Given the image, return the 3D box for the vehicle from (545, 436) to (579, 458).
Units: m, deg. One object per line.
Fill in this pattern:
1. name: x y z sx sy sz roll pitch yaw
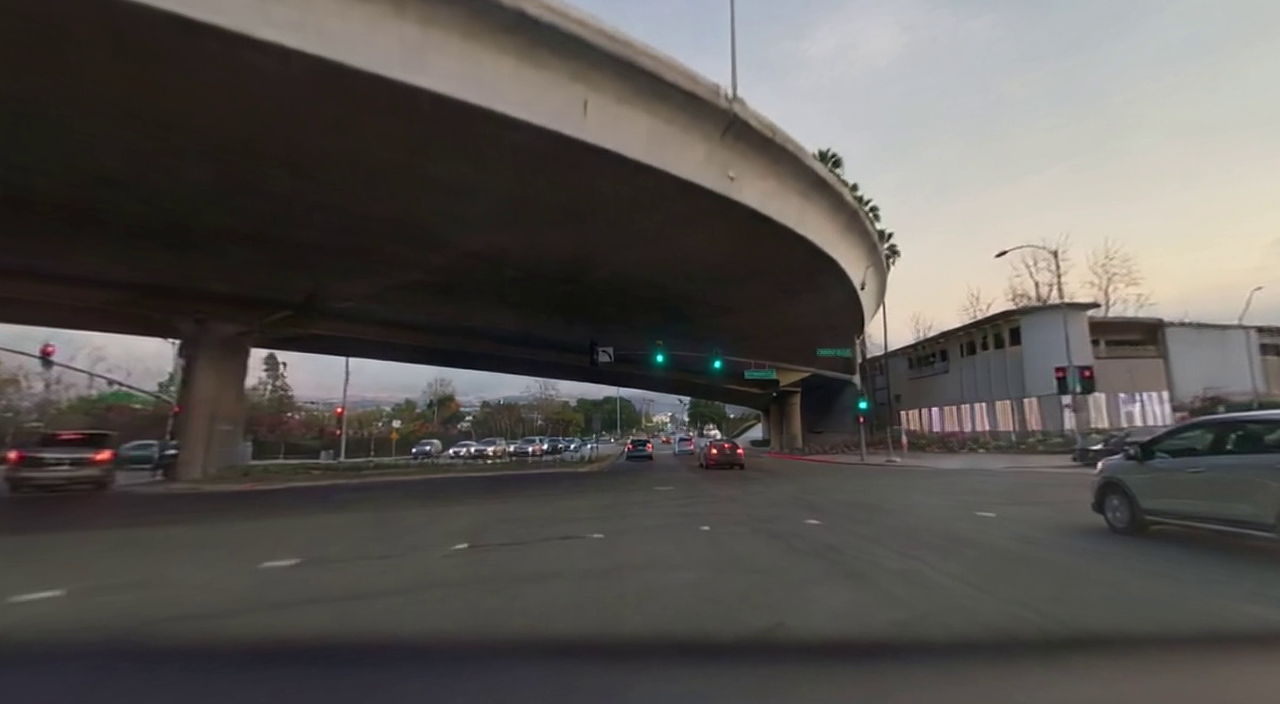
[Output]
1. vehicle: -5.972 7.386 48.461 1.971 1.542 4.377 -1 -10 2

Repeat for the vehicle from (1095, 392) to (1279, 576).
1. vehicle: 6.785 1.224 5.854 1.964 1.647 4.114 0 -8 0

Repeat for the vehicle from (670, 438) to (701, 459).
1. vehicle: 3.492 7.496 49.002 2.119 1.509 4.495 0 -8 0

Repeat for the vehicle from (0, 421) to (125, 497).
1. vehicle: -18.069 3.254 19.632 2.485 2.012 5.498 8 -11 -43

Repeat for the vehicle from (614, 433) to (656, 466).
1. vehicle: -0.250 5.323 34.511 2.172 1.694 4.055 0 -8 1

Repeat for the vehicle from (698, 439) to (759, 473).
1. vehicle: 3.931 4.703 28.732 2.156 1.404 4.120 0 -8 0

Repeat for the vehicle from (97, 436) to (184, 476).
1. vehicle: -23.378 4.804 29.305 4.300 1.666 2.094 -5 -11 38
